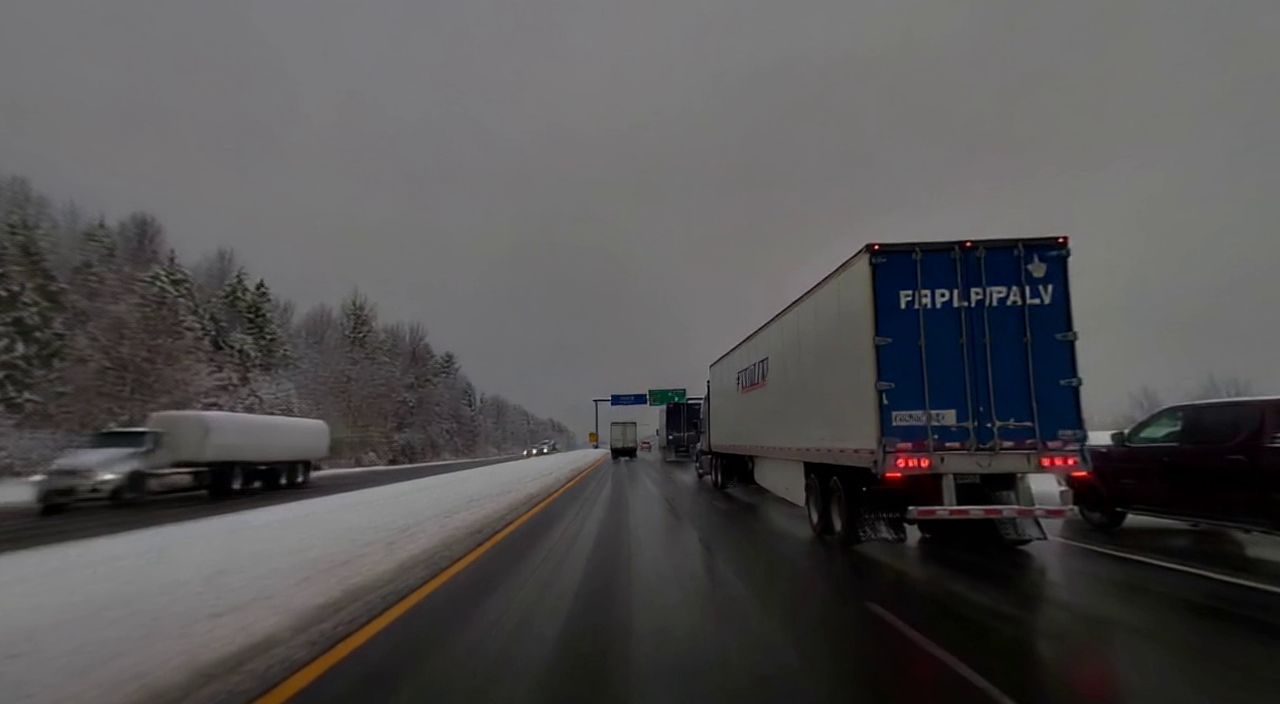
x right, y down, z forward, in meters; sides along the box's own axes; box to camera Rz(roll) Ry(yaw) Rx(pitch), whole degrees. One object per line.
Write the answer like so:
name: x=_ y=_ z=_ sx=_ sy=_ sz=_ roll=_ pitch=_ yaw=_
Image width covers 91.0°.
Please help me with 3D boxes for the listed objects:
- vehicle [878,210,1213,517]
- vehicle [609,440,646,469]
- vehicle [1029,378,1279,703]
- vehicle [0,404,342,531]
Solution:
vehicle: x=4.362 y=0.197 z=7.252 sx=2.244 sy=3.047 sz=2.035 roll=0 pitch=-8 yaw=-2
vehicle: x=-0.725 y=5.667 z=35.099 sx=1.943 sy=1.491 sz=3.459 roll=0 pitch=-8 yaw=-2
vehicle: x=4.657 y=1.015 z=3.776 sx=4.253 sy=1.543 sz=2.045 roll=4 pitch=-9 yaw=-30
vehicle: x=-12.163 y=3.098 z=18.020 sx=2.774 sy=2.621 sz=9.453 roll=-1 pitch=-8 yaw=-1
